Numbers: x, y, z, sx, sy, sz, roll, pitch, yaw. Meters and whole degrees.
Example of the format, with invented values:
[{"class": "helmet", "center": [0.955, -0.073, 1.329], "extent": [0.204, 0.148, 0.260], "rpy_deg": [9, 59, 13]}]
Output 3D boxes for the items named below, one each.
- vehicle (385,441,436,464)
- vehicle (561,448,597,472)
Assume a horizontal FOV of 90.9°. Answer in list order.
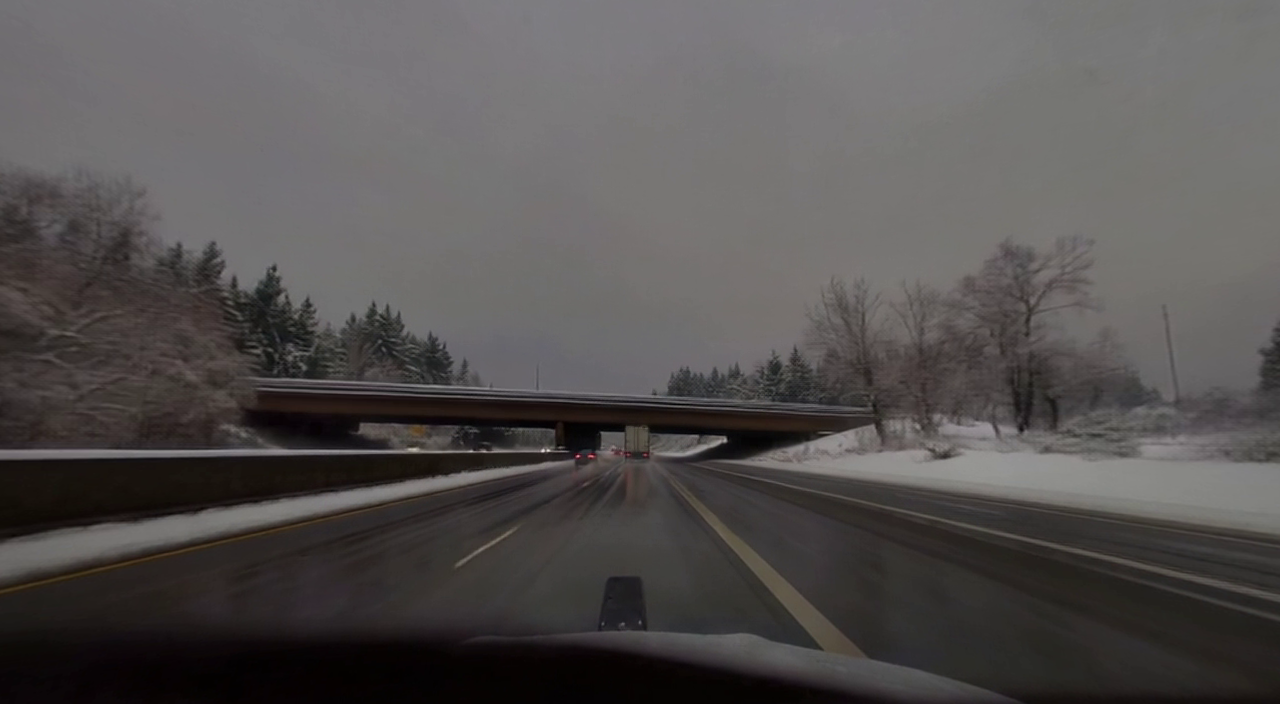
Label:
[{"class": "vehicle", "center": [-16.109, 7.054, 44.426], "extent": [1.936, 1.518, 4.340], "rpy_deg": [0, -9, 0]}, {"class": "vehicle", "center": [-4.186, 7.423, 43.567], "extent": [2.042, 1.526, 4.516], "rpy_deg": [0, -9, 0]}]
